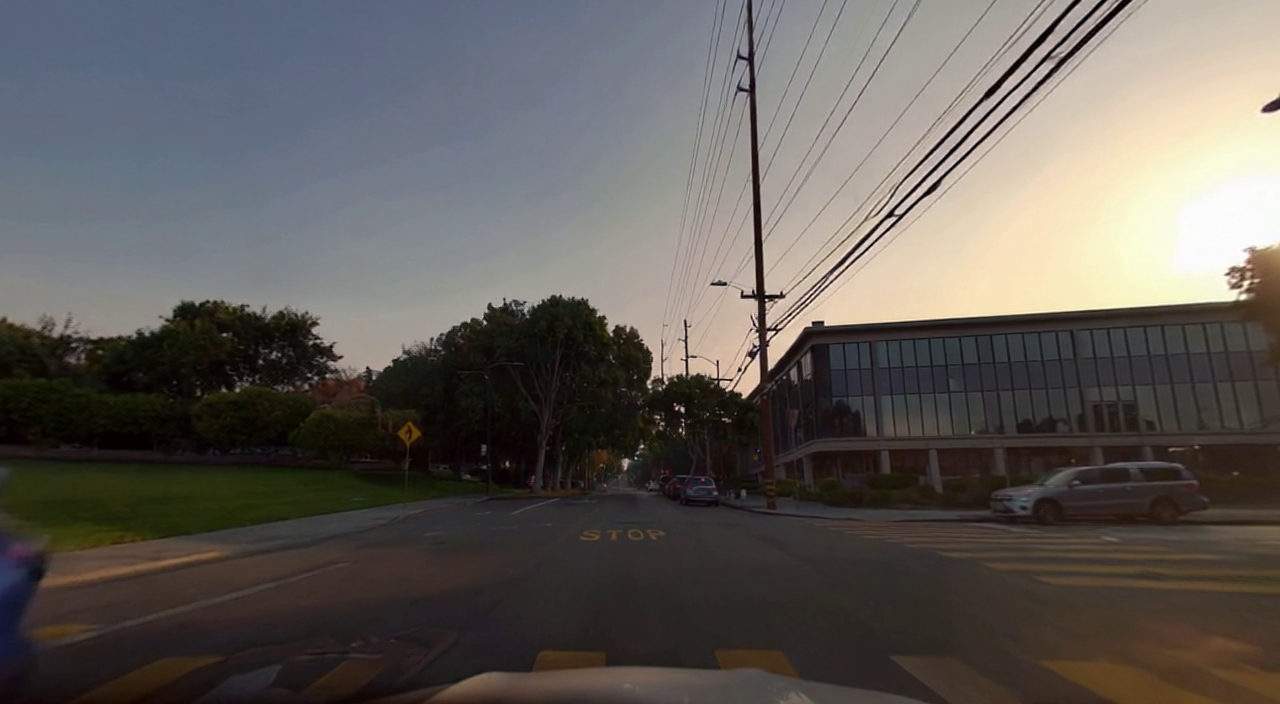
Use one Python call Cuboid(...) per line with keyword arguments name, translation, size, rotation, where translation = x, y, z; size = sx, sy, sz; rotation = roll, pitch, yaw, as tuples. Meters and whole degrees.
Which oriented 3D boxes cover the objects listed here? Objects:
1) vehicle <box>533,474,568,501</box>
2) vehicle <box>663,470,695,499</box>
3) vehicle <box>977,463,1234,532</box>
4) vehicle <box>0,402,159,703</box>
Cuboid(name="vehicle", translation=(-6.640, 10.087, 47.118), size=(1.913, 1.682, 4.365), rotation=(0, -8, 1))
Cuboid(name="vehicle", translation=(2.831, 9.739, 46.563), size=(1.953, 1.774, 5.008), rotation=(0, -8, -1))
Cuboid(name="vehicle", translation=(11.417, 3.560, 15.770), size=(4.771, 1.492, 2.107), rotation=(0, -8, -3))
Cuboid(name="vehicle", translation=(-3.213, 0.768, 0.860), size=(1.911, 1.563, 4.057), rotation=(0, -8, 0))
